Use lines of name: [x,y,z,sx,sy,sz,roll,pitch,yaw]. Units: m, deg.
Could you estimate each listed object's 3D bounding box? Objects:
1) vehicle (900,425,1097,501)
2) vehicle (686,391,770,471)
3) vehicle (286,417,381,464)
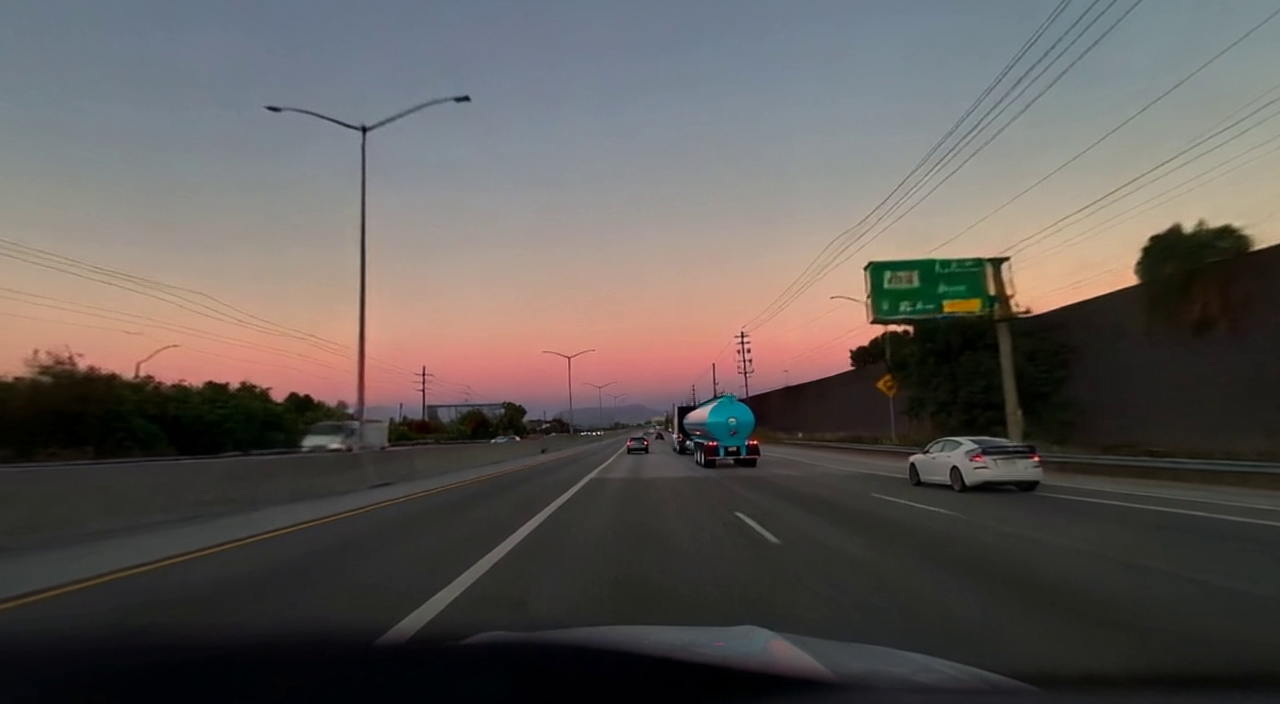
vehicle: [8.015,2.532,14.767,1.905,1.480,4.624,0,-8,0]
vehicle: [3.839,3.755,29.394,2.791,3.179,8.074,0,-8,0]
vehicle: [-17.904,5.263,37.301,2.410,2.513,6.257,0,-8,1]
